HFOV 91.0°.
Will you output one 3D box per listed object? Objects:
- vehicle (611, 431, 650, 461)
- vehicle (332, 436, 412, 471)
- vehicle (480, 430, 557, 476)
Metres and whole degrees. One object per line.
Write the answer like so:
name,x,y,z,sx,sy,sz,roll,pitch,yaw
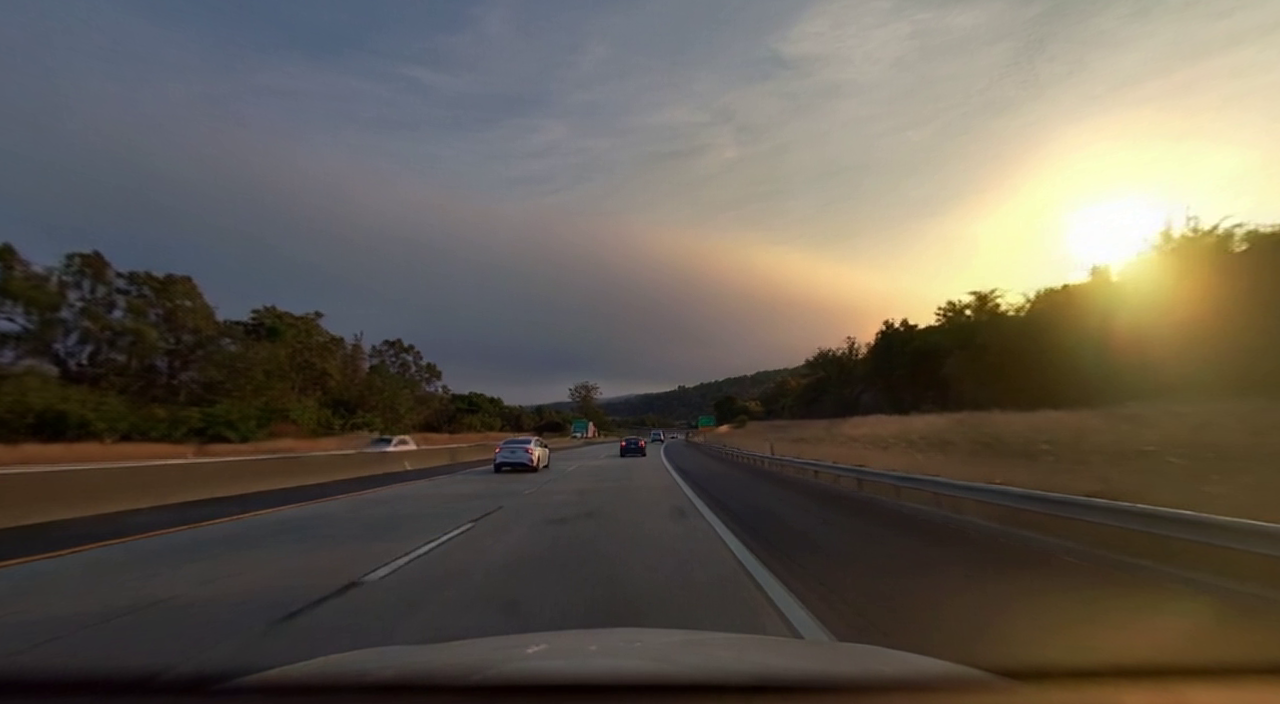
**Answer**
vehicle,-0.540,5.496,36.829,2.146,1.636,4.026,0,-8,-1
vehicle,-12.930,4.916,30.745,1.944,1.520,4.477,-1,-8,0
vehicle,-4.676,3.957,24.901,2.075,1.653,4.317,-1,-8,1
